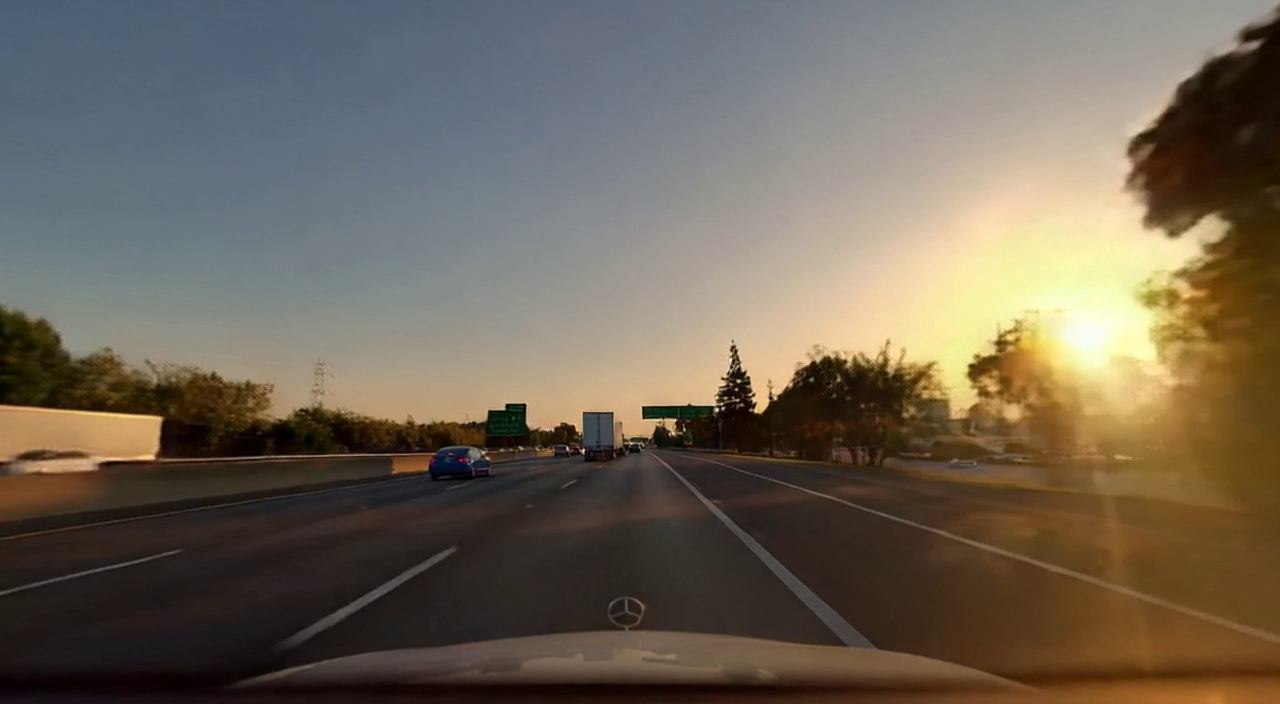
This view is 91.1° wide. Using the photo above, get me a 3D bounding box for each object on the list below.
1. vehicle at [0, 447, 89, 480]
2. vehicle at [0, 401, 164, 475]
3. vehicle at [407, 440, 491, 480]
[{"bbox_3d":[-32.217,5.852,33.231,1.814,1.504,4.686,0,-8,0],"label":"vehicle"},{"bbox_3d":[-36.565,5.174,37.678,2.874,4.045,16.491,0,-8,1],"label":"vehicle"},{"bbox_3d":[-7.718,4.385,25.895,1.901,1.467,4.629,0,-8,1],"label":"vehicle"}]
